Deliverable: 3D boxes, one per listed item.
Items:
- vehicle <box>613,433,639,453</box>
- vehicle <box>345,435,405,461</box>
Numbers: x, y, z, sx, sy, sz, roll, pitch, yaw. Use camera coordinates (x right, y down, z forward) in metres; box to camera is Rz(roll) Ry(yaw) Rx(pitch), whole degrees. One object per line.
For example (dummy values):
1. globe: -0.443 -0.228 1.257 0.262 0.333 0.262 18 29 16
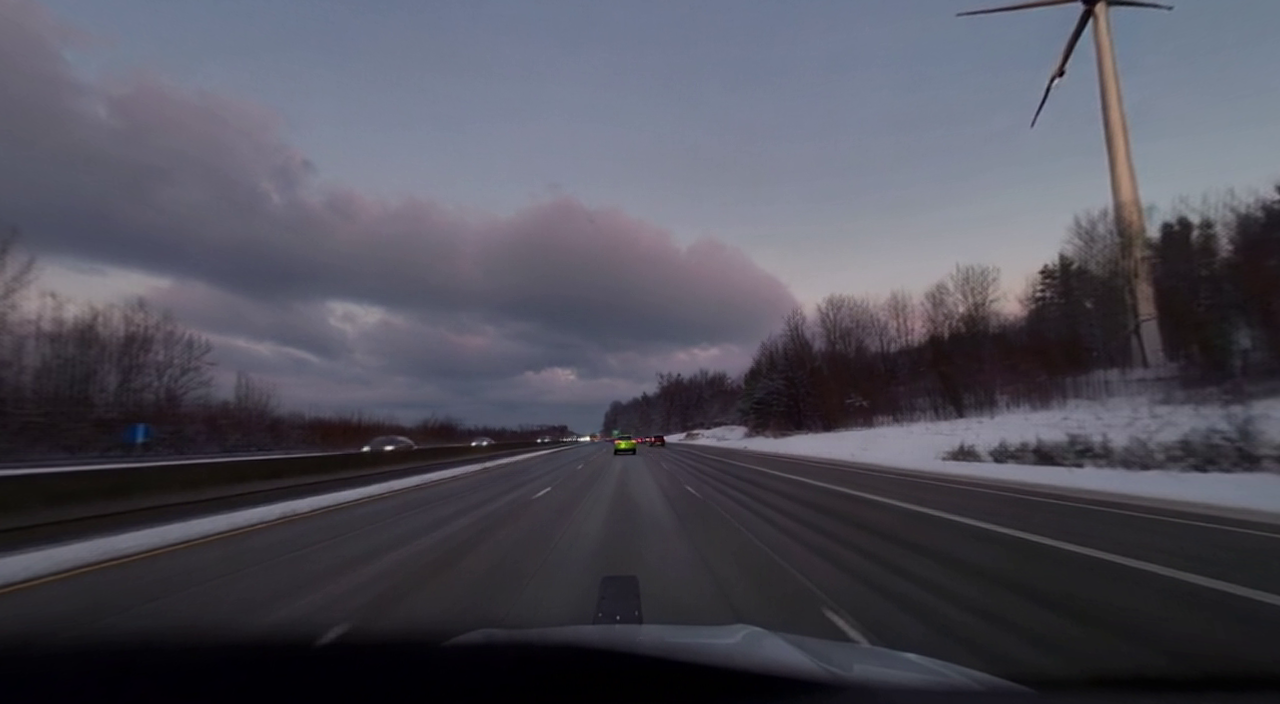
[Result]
1. vehicle: -1.082 7.054 48.805 1.892 1.496 3.575 0 -8 -2
2. vehicle: -16.810 6.075 40.113 1.900 1.576 4.554 0 -8 -1
